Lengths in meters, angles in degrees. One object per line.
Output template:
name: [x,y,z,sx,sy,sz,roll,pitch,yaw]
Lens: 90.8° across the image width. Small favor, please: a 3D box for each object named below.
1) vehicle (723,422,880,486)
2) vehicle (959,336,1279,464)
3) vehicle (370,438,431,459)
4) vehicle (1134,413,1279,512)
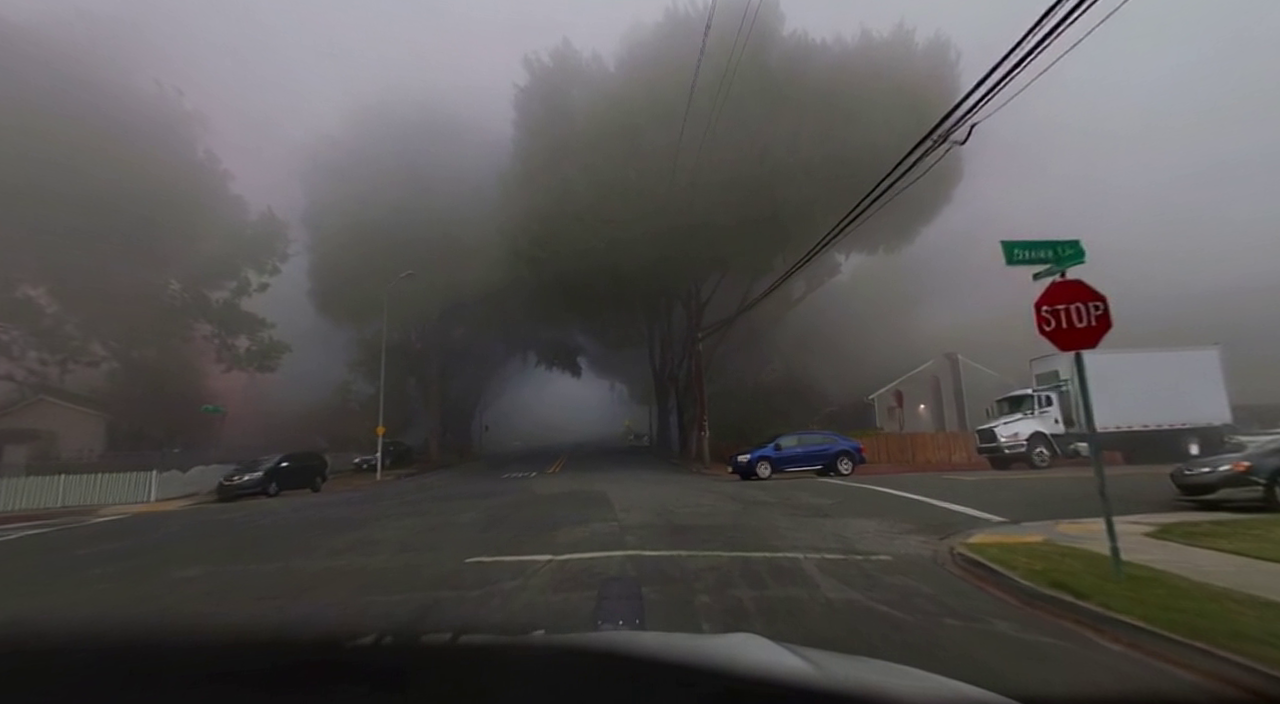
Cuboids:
vehicle: [4.629,2.949,18.468,3.867,1.710,2.107,1,-9,-10]
vehicle: [14.309,1.523,18.936,7.759,3.523,2.930,0,-9,-1]
vehicle: [-17.416,7.051,46.160,3.911,1.515,1.802,2,-9,-14]
vehicle: [11.563,1.867,10.893,4.488,1.507,1.954,0,-8,-3]
